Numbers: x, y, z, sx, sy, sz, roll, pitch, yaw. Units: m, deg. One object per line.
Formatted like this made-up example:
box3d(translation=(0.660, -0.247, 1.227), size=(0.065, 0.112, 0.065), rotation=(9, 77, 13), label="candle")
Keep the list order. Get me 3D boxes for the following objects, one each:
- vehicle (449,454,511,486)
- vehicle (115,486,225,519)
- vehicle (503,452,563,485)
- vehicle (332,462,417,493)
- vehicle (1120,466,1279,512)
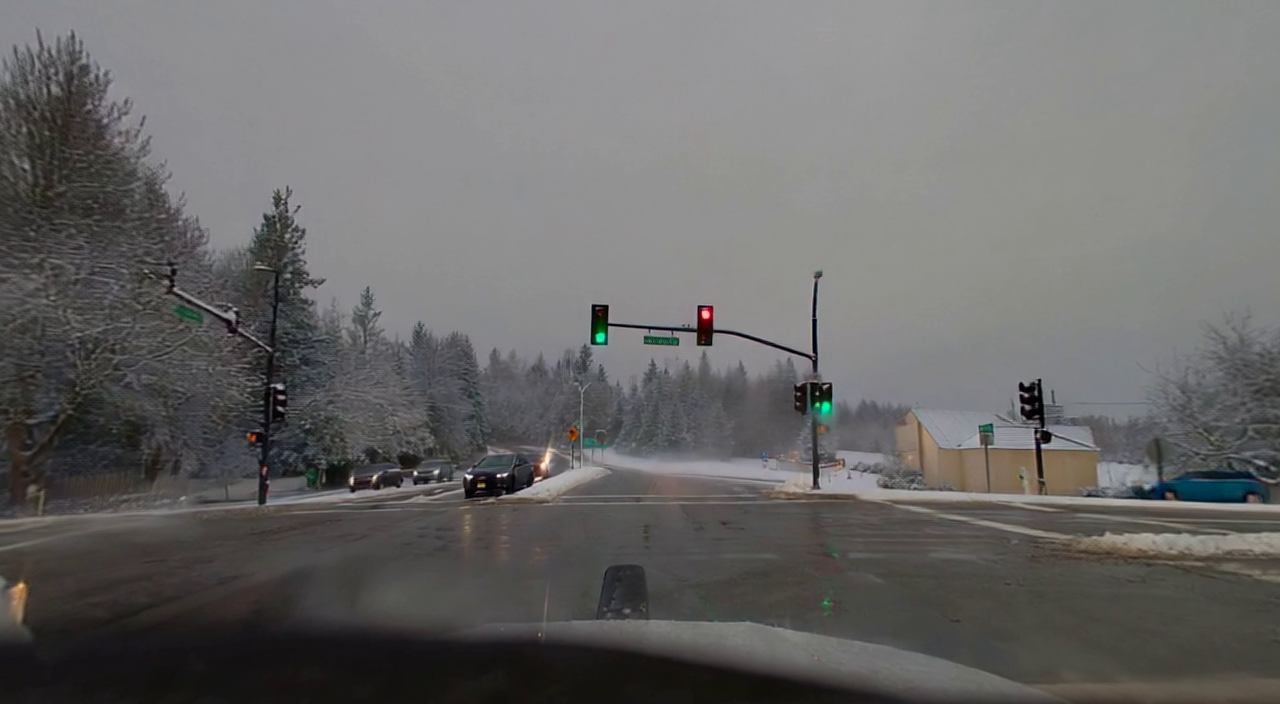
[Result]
box3d(translation=(-8.047, 5.974, 32.098), size=(1.960, 1.433, 4.213), rotation=(0, -8, 1), label="vehicle")
box3d(translation=(-26.217, 8.407, 35.342), size=(4.491, 1.500, 2.029), rotation=(4, -9, -24), label="vehicle")
box3d(translation=(-5.222, 5.754, 31.518), size=(2.107, 1.456, 4.728), rotation=(0, -8, 1), label="vehicle")
box3d(translation=(-17.329, 8.157, 41.423), size=(2.050, 1.755, 5.135), rotation=(-3, -9, 21), label="vehicle")
box3d(translation=(22.440, 5.438, 25.219), size=(4.571, 1.621, 2.113), rotation=(-1, -9, 7), label="vehicle")
